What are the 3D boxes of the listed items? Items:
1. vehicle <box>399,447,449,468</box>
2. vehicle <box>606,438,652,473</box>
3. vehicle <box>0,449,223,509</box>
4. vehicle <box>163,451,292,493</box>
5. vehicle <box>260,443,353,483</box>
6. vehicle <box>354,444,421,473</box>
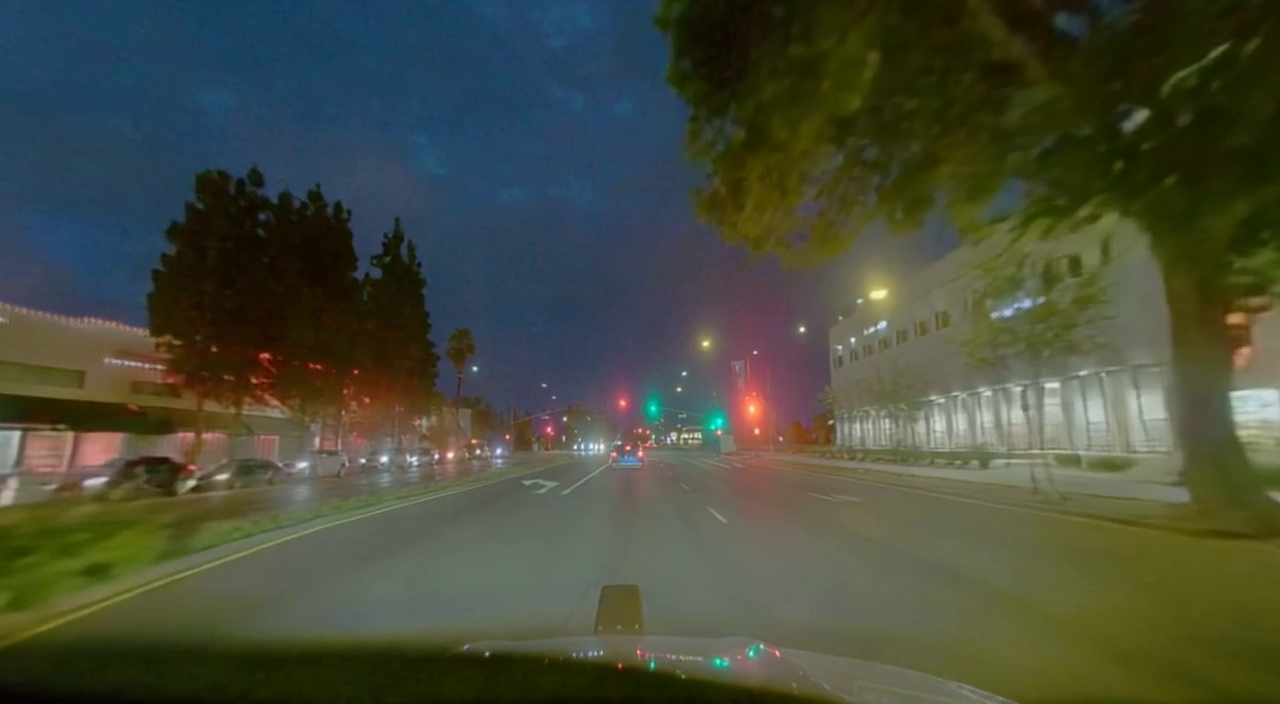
[{"bbox_3d":[-15.816,7.733,46.457,1.931,1.455,5.023,0,-9,0],"label":"vehicle"},{"bbox_3d":[-0.500,4.864,29.758,2.045,1.510,3.690,0,-9,0],"label":"vehicle"},{"bbox_3d":[-15.557,3.706,19.046,2.098,1.524,5.102,-1,-9,6],"label":"vehicle"},{"bbox_3d":[-15.571,4.508,24.216,1.980,1.427,4.449,0,-9,-1],"label":"vehicle"},{"bbox_3d":[-15.707,5.248,30.030,1.981,1.755,4.113,-1,-10,3],"label":"vehicle"},{"bbox_3d":[-15.756,6.638,39.726,2.130,1.692,4.734,-1,-9,2],"label":"vehicle"}]
